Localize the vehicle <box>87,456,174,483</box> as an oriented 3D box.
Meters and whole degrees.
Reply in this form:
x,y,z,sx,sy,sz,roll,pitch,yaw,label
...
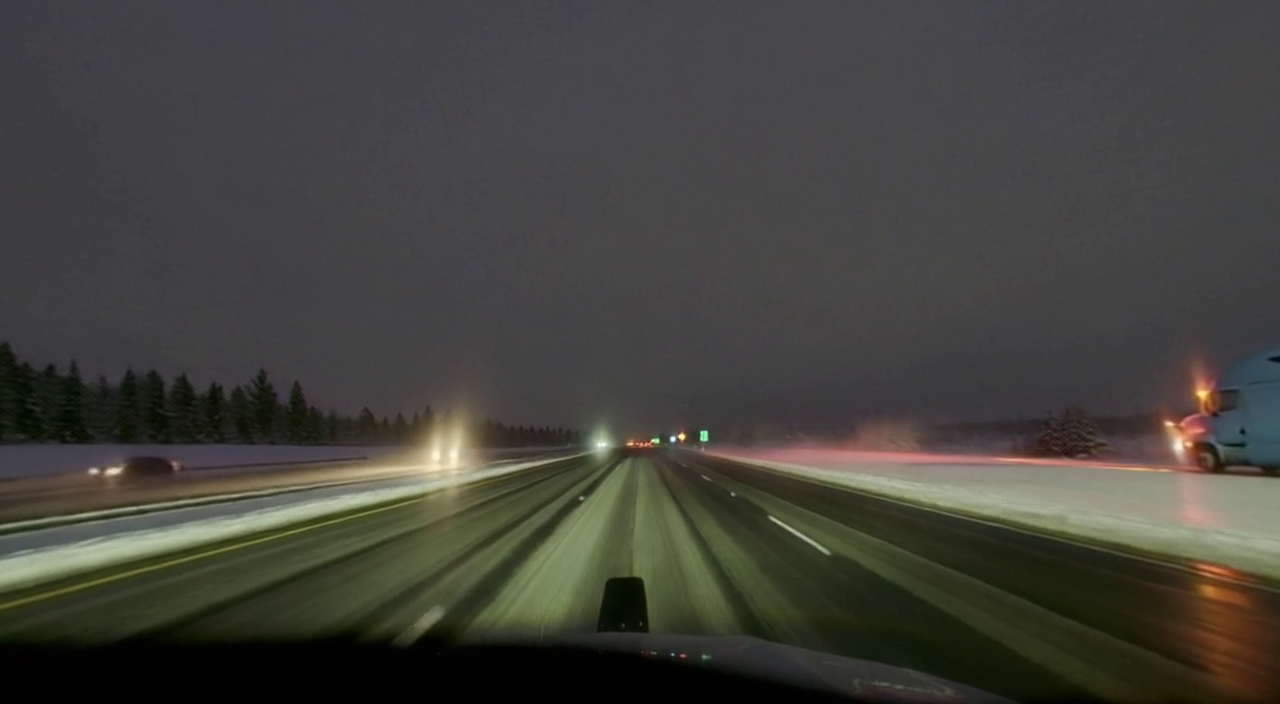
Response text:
x,y,z,sx,sy,sz,roll,pitch,yaw,label
-30.725,7.066,38.141,1.792,1.439,4.062,0,-8,1,vehicle

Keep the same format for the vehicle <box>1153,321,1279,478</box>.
x,y,z,sx,sy,sz,roll,pitch,yaw,label
17.656,1.239,16.217,2.905,3.936,6.134,1,-8,-10,vehicle
